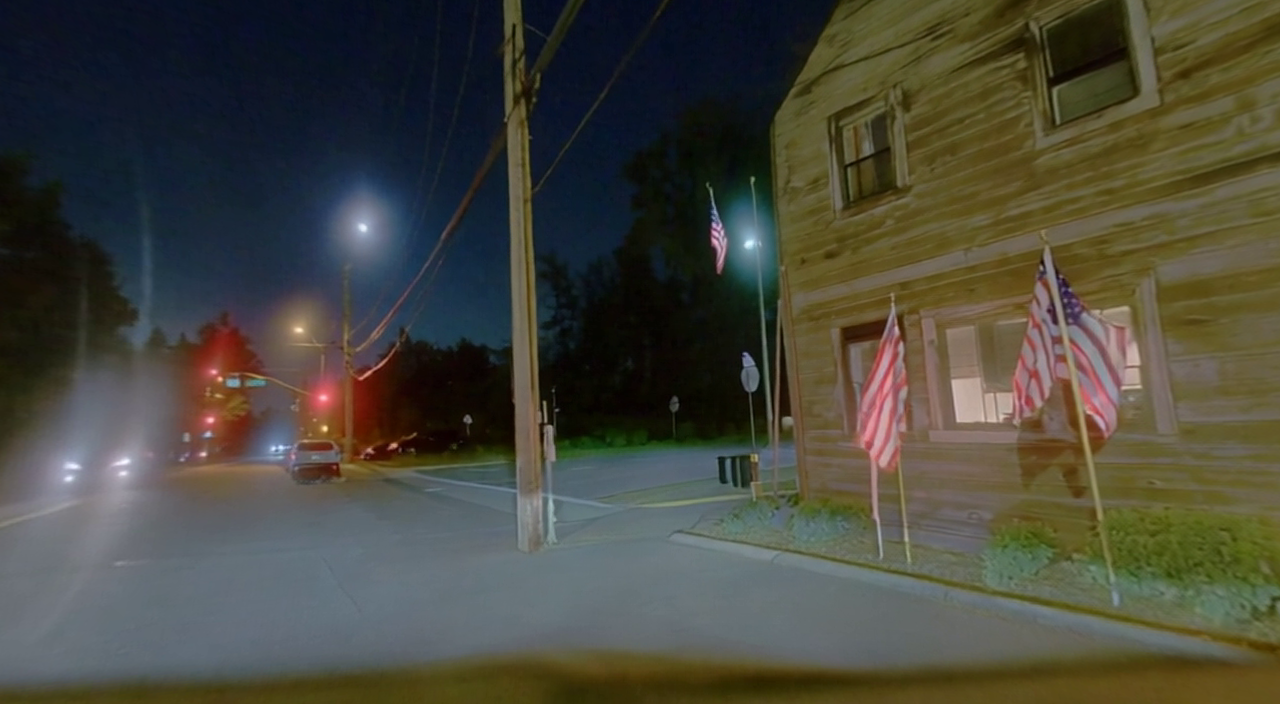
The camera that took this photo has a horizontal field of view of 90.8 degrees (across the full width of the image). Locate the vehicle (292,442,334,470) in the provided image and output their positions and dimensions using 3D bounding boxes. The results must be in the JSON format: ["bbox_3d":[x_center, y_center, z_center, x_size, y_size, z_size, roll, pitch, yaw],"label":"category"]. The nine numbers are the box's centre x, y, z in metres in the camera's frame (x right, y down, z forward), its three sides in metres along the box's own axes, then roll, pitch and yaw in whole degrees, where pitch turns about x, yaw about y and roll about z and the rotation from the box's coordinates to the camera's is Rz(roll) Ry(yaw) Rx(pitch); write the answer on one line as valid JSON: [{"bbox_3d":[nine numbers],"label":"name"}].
[{"bbox_3d":[-18.668,5.888,36.029,1.941,1.460,4.206,4,-10,-28],"label":"vehicle"}]

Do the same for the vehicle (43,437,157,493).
[{"bbox_3d":[-19.505,4.061,23.085,2.086,1.798,4.511,4,-10,-27],"label":"vehicle"}]

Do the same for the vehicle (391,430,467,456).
[{"bbox_3d":[-14.791,6.376,44.374,4.767,1.735,1.920,4,-10,-28],"label":"vehicle"}]
